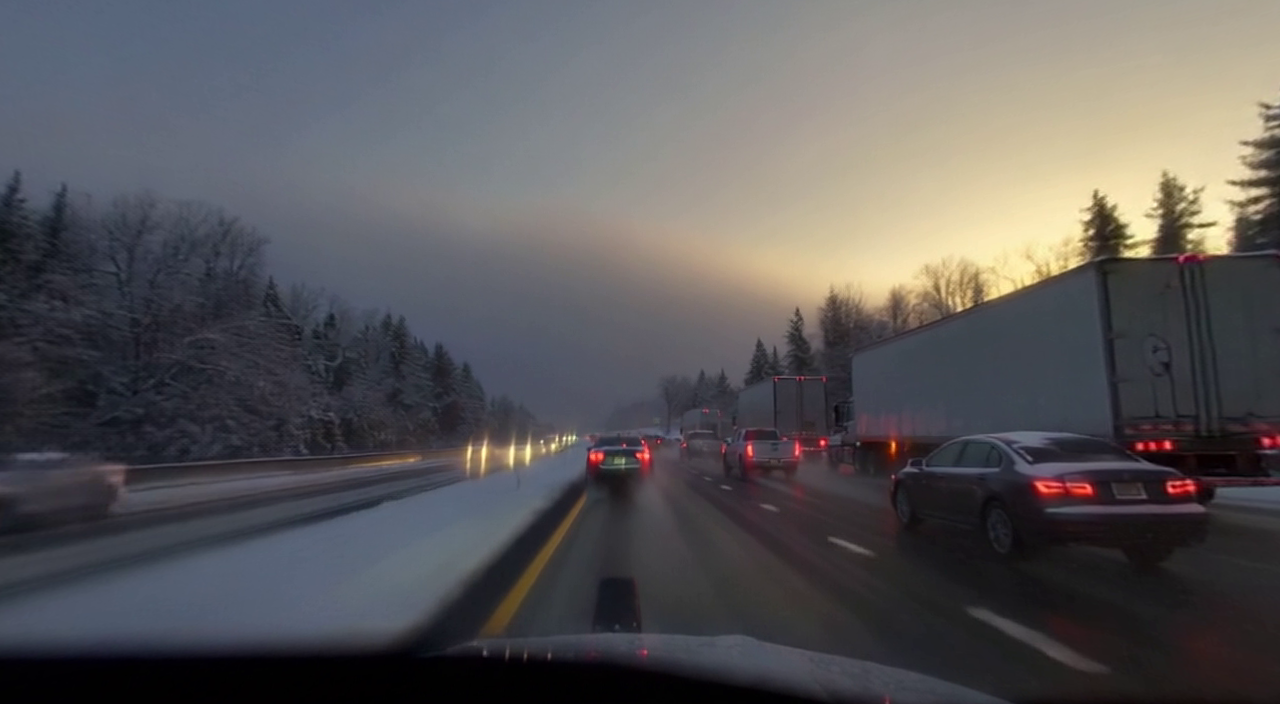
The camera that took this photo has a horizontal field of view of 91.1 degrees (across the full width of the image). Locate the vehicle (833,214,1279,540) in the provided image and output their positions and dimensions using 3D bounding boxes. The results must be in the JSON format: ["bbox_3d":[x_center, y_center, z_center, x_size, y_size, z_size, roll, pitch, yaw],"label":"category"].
[{"bbox_3d":[8.402,1.194,14.881,2.908,4.099,14.103,0,-8,-1],"label":"vehicle"}]

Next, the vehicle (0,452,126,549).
[{"bbox_3d":[-11.344,2.517,10.727,1.874,1.504,3.847,0,-8,0],"label":"vehicle"}]

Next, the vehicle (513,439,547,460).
[{"bbox_3d":[-8.629,7.651,49.509,1.921,1.533,4.091,0,-8,0],"label":"vehicle"}]

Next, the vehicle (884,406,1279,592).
[{"bbox_3d":[4.716,1.490,7.301,2.040,1.523,4.068,0,-8,-1],"label":"vehicle"}]

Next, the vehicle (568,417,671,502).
[{"bbox_3d":[-0.456,2.476,14.973,2.087,1.709,4.455,0,-8,-1],"label":"vehicle"}]

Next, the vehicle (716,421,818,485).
[{"bbox_3d":[3.680,2.994,19.015,2.147,1.707,3.963,0,-8,-2],"label":"vehicle"}]

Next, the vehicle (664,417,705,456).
[{"bbox_3d":[3.155,6.157,45.783,2.395,2.656,6.037,0,-8,-1],"label":"vehicle"}]
